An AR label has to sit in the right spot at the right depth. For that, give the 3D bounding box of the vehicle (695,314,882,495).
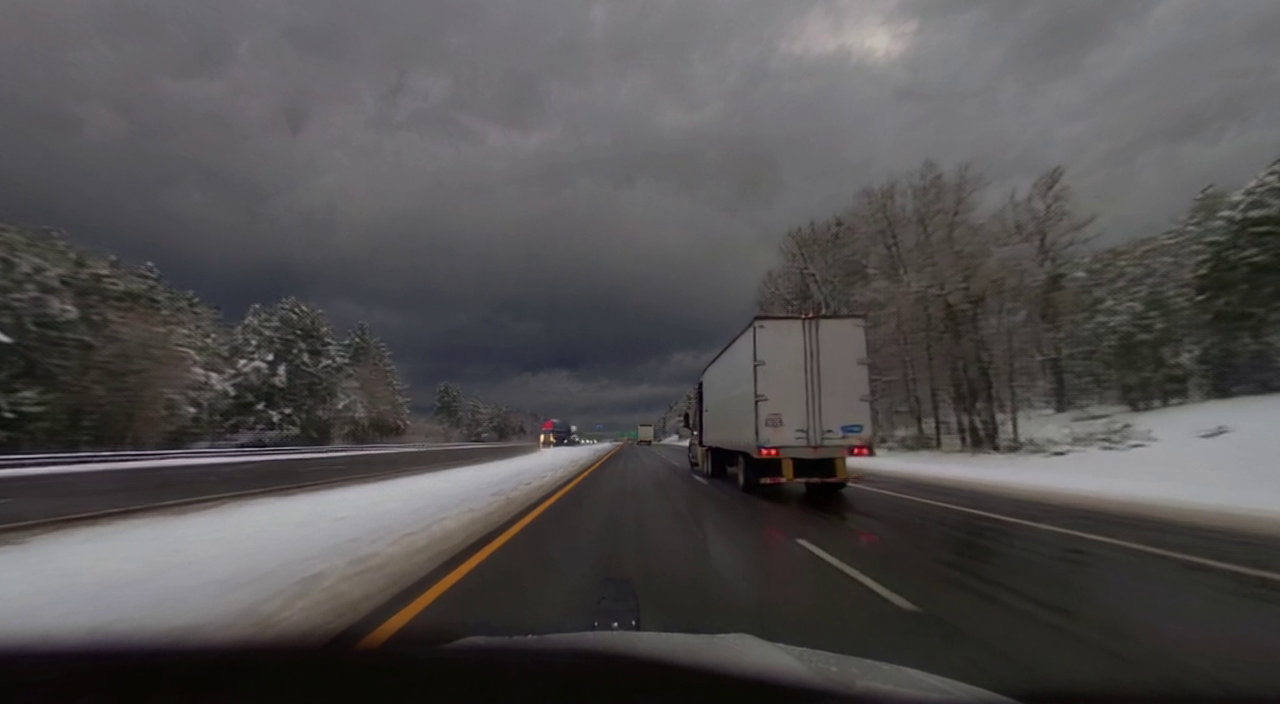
[{"bbox_3d":[3.705,1.854,19.283,2.911,3.994,10.840,0,-8,-1],"label":"vehicle"}]
